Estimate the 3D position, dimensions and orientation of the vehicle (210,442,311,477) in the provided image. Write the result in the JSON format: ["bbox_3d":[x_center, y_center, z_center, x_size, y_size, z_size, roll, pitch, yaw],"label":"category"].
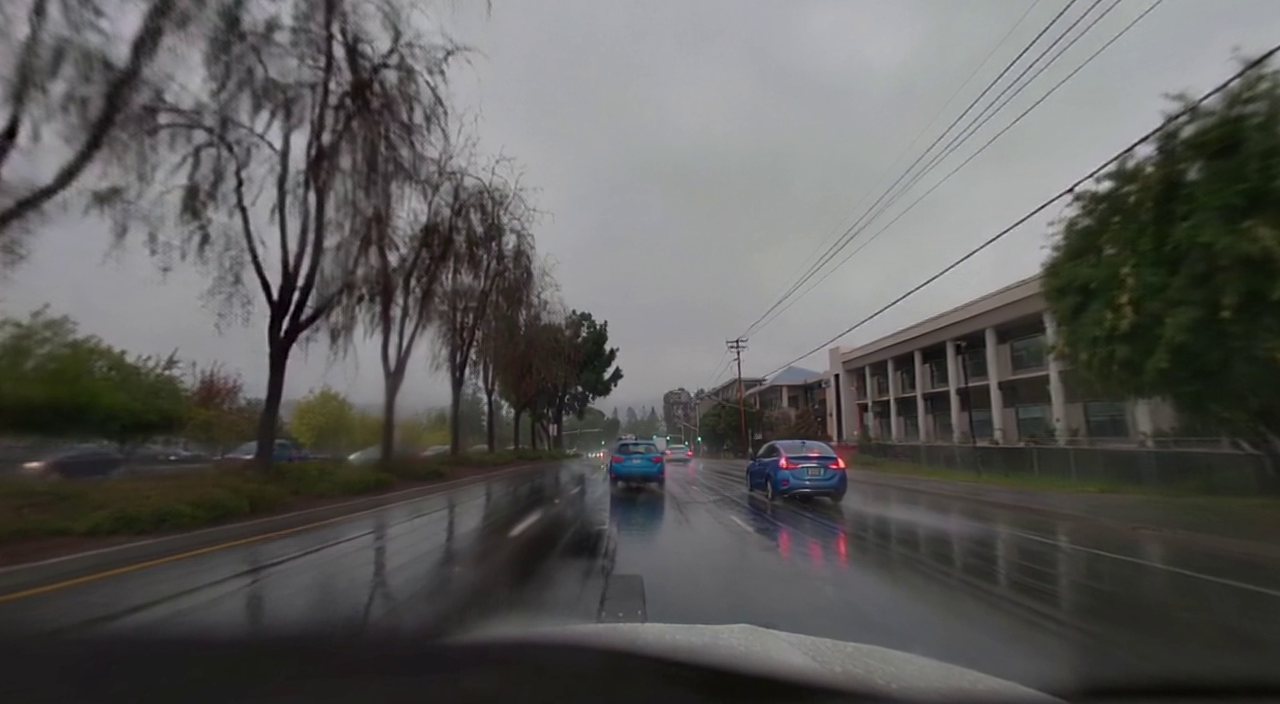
[{"bbox_3d":[-17.330,4.899,29.131,1.873,1.459,4.447,0,-8,0],"label":"vehicle"}]

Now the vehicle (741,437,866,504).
[{"bbox_3d":[4.165,3.094,16.963,2.086,1.534,4.351,0,-8,-1],"label":"vehicle"}]

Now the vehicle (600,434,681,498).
[{"bbox_3d":[-0.043,3.230,18.253,2.073,1.606,3.933,0,-8,-1],"label":"vehicle"}]

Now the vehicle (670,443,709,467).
[{"bbox_3d":[3.198,6.757,41.503,2.054,1.461,4.321,0,-8,-2],"label":"vehicle"}]

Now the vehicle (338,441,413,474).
[{"bbox_3d":[-13.647,5.478,32.929,1.981,1.572,4.575,0,-8,0],"label":"vehicle"}]

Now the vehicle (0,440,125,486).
[{"bbox_3d":[-21.652,4.015,23.158,1.821,1.485,4.393,0,-8,1],"label":"vehicle"}]
